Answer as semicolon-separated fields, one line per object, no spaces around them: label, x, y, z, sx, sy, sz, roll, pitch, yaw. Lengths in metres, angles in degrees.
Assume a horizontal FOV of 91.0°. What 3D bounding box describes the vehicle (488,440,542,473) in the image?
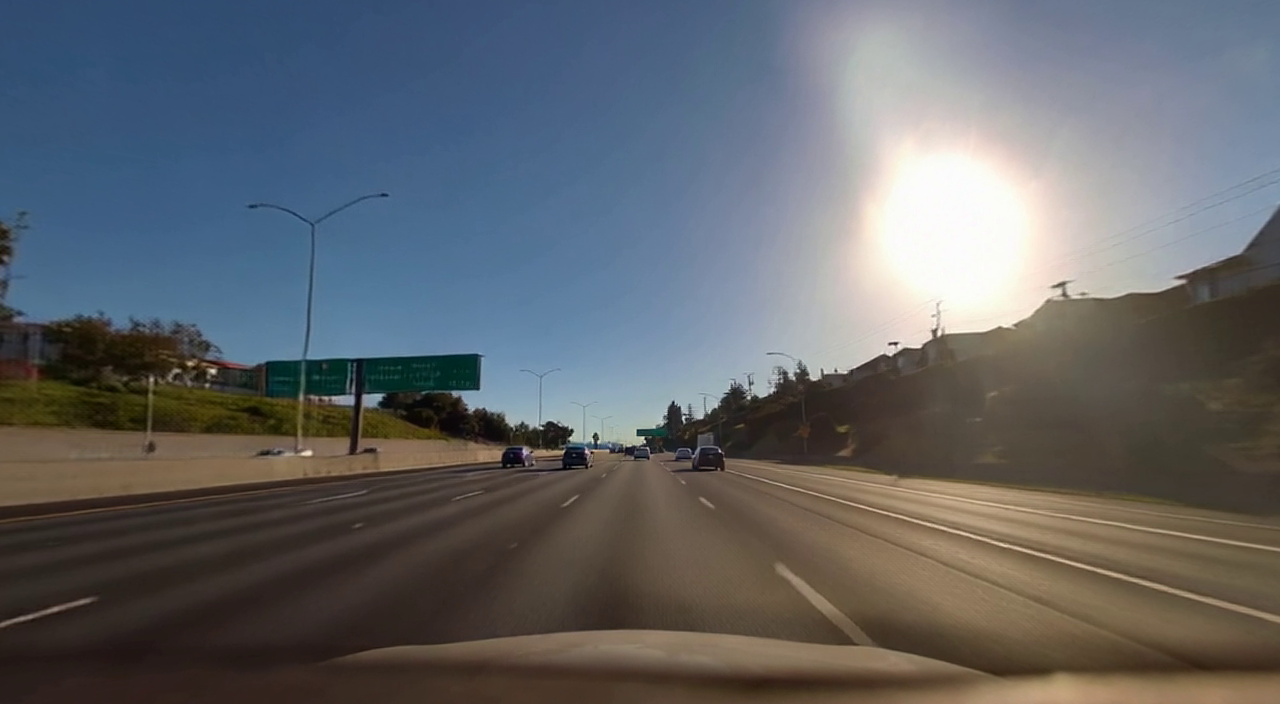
vehicle;-6.948;5.877;35.480;2.112;1.721;4.381;0;-9;1

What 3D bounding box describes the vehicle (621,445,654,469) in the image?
vehicle;-0.163;7.208;43.380;2.166;1.496;4.158;0;-9;0

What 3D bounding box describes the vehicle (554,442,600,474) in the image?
vehicle;-3.489;5.964;35.710;2.091;1.664;4.157;0;-9;1

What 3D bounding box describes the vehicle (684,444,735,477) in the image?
vehicle;3.523;5.581;32.682;2.077;1.527;4.553;0;-9;0
